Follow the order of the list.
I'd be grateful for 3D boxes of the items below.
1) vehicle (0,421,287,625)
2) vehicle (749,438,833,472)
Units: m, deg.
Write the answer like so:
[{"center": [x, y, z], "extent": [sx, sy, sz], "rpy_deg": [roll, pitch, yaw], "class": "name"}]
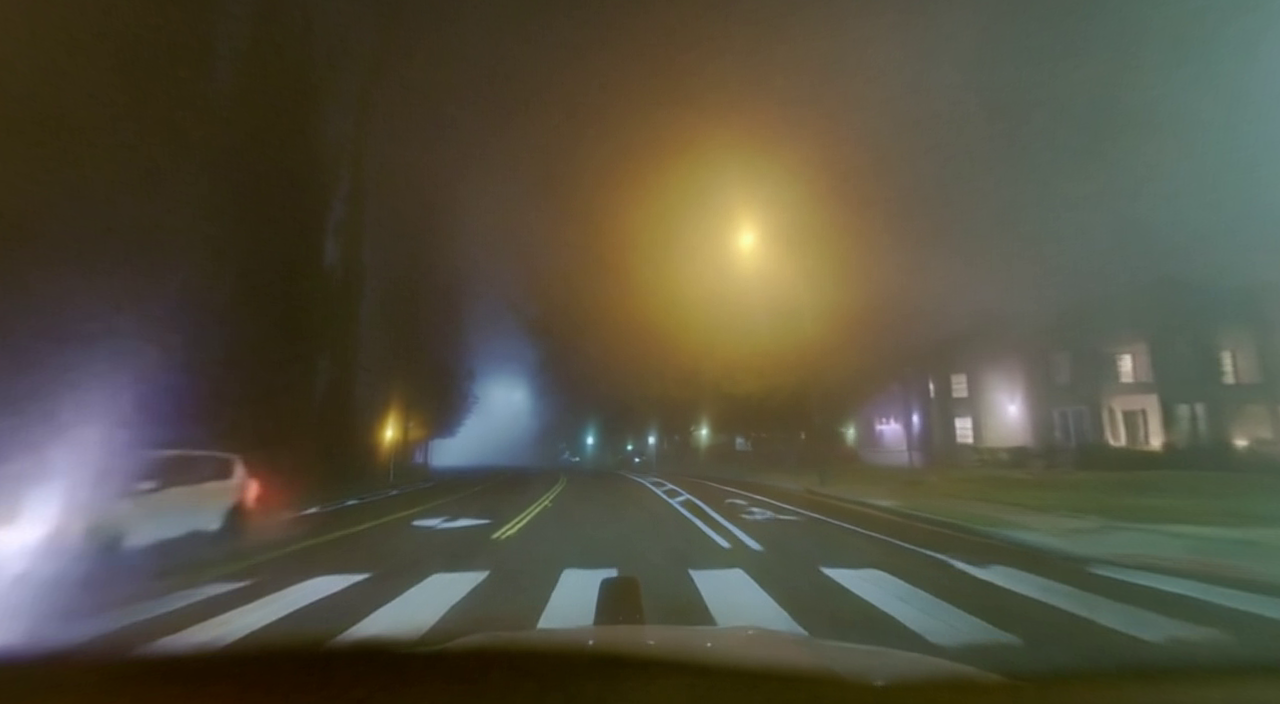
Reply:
[{"center": [-6.862, 1.867, 7.867], "extent": [2.247, 1.801, 4.672], "rpy_deg": [0, -9, -1], "class": "vehicle"}, {"center": [9.694, 6.646, 40.740], "extent": [4.697, 1.861, 2.126], "rpy_deg": [1, -12, -16], "class": "vehicle"}]
